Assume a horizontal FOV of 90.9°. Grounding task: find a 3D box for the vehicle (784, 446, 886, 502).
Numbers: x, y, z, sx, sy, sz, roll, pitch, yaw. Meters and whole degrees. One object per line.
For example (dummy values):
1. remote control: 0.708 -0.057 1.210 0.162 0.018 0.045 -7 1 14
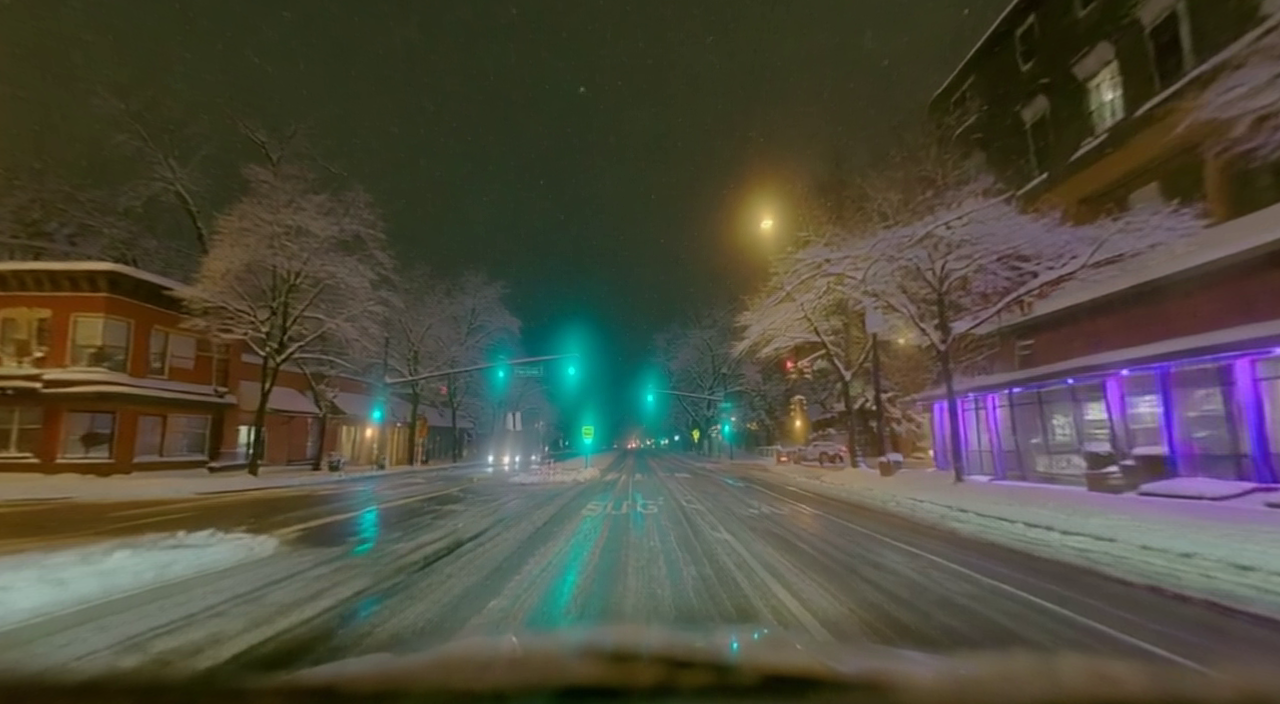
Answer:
1. vehicle: 6.131 3.855 20.407 1.906 1.523 4.336 2 -9 0
